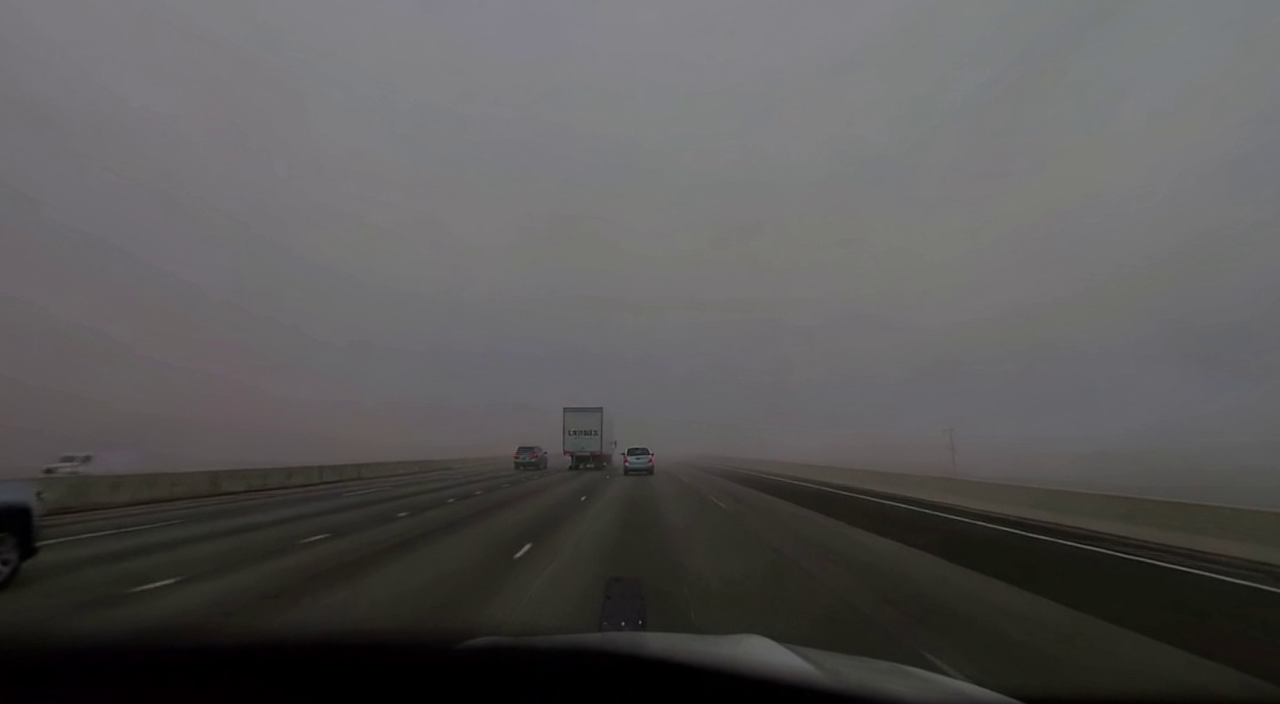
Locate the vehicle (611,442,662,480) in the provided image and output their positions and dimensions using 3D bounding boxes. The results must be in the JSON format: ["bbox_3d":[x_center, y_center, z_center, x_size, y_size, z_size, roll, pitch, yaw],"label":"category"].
[{"bbox_3d":[-0.179,4.915,28.715,2.168,1.597,3.615,0,-9,-1],"label":"vehicle"}]

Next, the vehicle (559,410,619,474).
[{"bbox_3d":[-2.930,5.563,38.832,2.794,3.460,8.595,0,-9,1],"label":"vehicle"}]

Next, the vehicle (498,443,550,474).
[{"bbox_3d":[-6.606,6.124,36.473,2.124,1.674,4.541,0,-9,1],"label":"vehicle"}]
